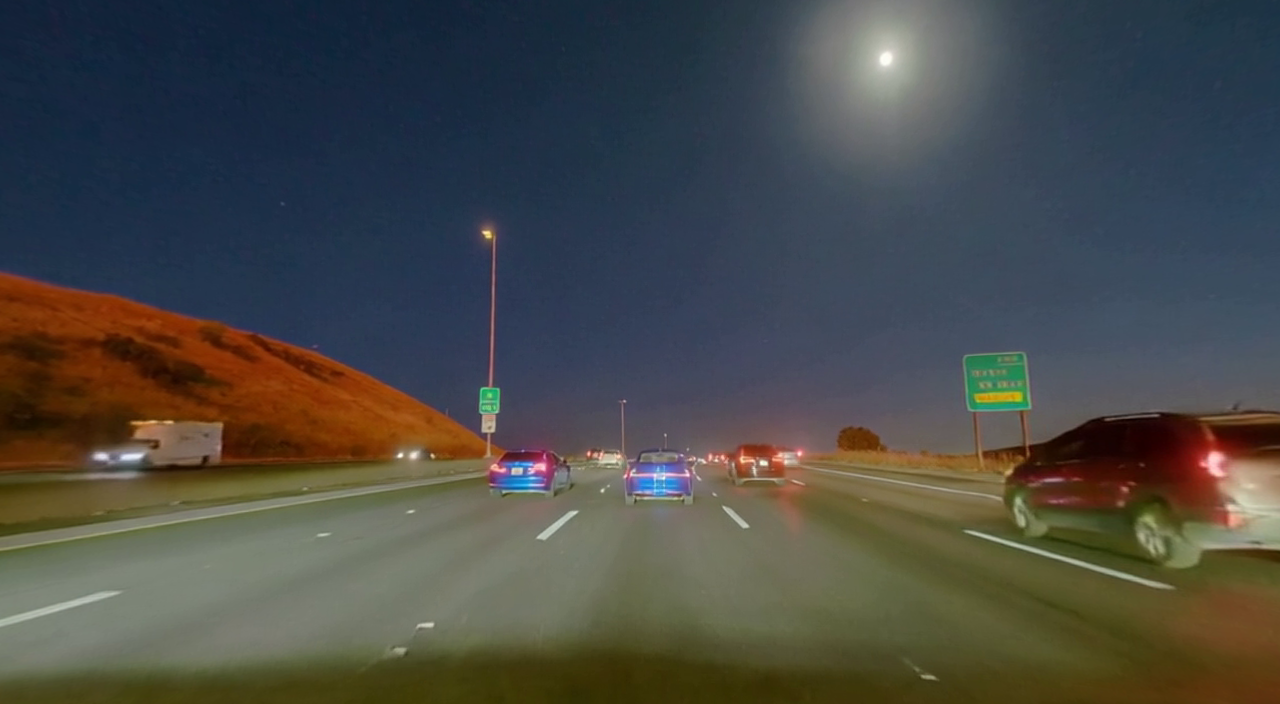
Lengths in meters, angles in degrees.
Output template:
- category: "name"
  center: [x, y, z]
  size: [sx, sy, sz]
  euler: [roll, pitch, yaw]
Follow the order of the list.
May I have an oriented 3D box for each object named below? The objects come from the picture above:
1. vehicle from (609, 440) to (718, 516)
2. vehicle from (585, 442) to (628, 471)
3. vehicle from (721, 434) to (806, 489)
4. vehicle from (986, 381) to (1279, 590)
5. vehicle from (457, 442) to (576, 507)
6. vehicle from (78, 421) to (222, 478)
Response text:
- category: "vehicle"
  center: [0.510, 2.709, 14.071]
  size: [2.072, 1.431, 3.904]
  euler: [0, -9, 2]
- category: "vehicle"
  center: [-1.936, 6.245, 37.868]
  size: [2.034, 1.572, 4.444]
  euler: [-1, -9, 4]
- category: "vehicle"
  center: [4.191, 3.794, 22.232]
  size: [2.083, 1.693, 4.740]
  euler: [0, -9, 1]
- category: "vehicle"
  center: [6.802, 1.523, 7.873]
  size: [2.210, 1.831, 4.843]
  euler: [0, -9, 0]
- category: "vehicle"
  center: [-3.015, 3.090, 16.456]
  size: [2.017, 1.446, 4.384]
  euler: [-1, -9, 3]
- category: "vehicle"
  center: [-27.751, 5.575, 36.207]
  size: [2.798, 2.946, 6.499]
  euler: [-1, -9, 2]
